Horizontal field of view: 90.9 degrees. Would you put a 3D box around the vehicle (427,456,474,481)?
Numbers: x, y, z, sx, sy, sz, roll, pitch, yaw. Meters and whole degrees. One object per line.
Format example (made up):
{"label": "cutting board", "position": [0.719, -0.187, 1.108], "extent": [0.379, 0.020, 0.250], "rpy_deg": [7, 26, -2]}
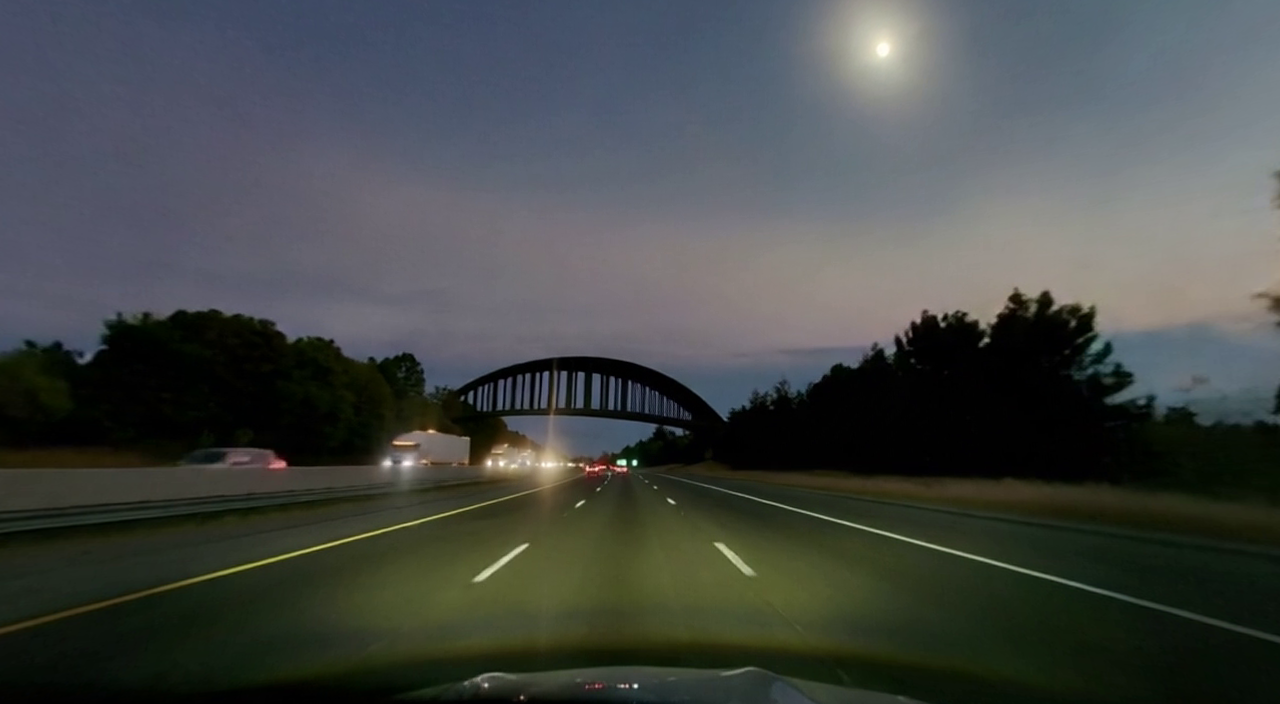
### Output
{"label": "vehicle", "position": [-12.696, 7.849, 42.505], "extent": [1.875, 1.516, 4.293], "rpy_deg": [1, -10, 0]}
